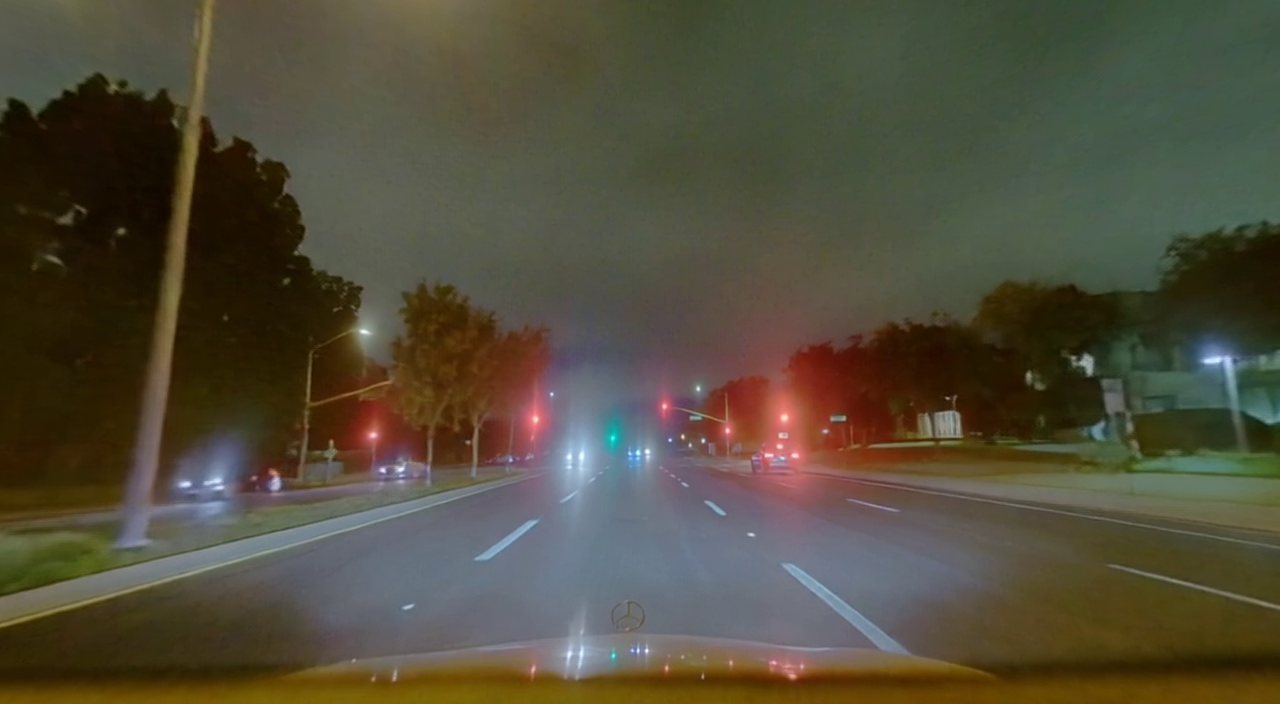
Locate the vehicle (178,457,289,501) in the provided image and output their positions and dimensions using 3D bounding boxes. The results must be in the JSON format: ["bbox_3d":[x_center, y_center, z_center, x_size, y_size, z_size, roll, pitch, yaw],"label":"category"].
[{"bbox_3d":[-17.718,5.528,27.818,1.883,1.583,4.342,-3,-9,2],"label":"vehicle"}]

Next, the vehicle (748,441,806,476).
[{"bbox_3d":[7.079,5.535,33.054,2.011,1.710,4.357,0,-9,-1],"label":"vehicle"}]

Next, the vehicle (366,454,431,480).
[{"bbox_3d":[-16.622,7.878,43.708,1.895,1.644,4.160,-3,-9,19],"label":"vehicle"}]
